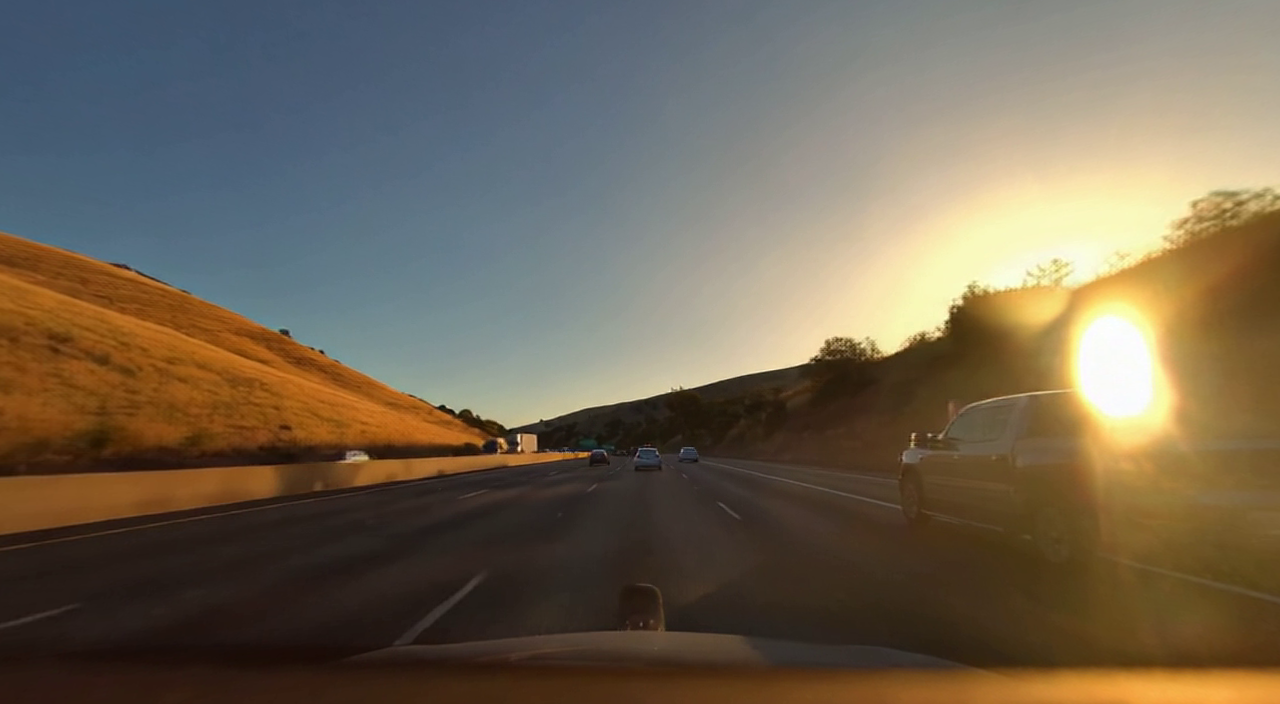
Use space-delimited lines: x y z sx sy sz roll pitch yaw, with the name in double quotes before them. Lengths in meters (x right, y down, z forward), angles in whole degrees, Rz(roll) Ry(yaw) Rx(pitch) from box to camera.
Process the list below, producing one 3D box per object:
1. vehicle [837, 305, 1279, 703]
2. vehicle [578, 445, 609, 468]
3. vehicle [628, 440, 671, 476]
"vehicle" 4.124 1.189 5.732 2.700 1.980 5.866 0 -9 -1
"vehicle" -3.599 8.214 49.853 2.076 1.690 4.113 0 -9 1
"vehicle" 0.438 5.369 32.239 2.086 1.685 4.206 0 -8 0
